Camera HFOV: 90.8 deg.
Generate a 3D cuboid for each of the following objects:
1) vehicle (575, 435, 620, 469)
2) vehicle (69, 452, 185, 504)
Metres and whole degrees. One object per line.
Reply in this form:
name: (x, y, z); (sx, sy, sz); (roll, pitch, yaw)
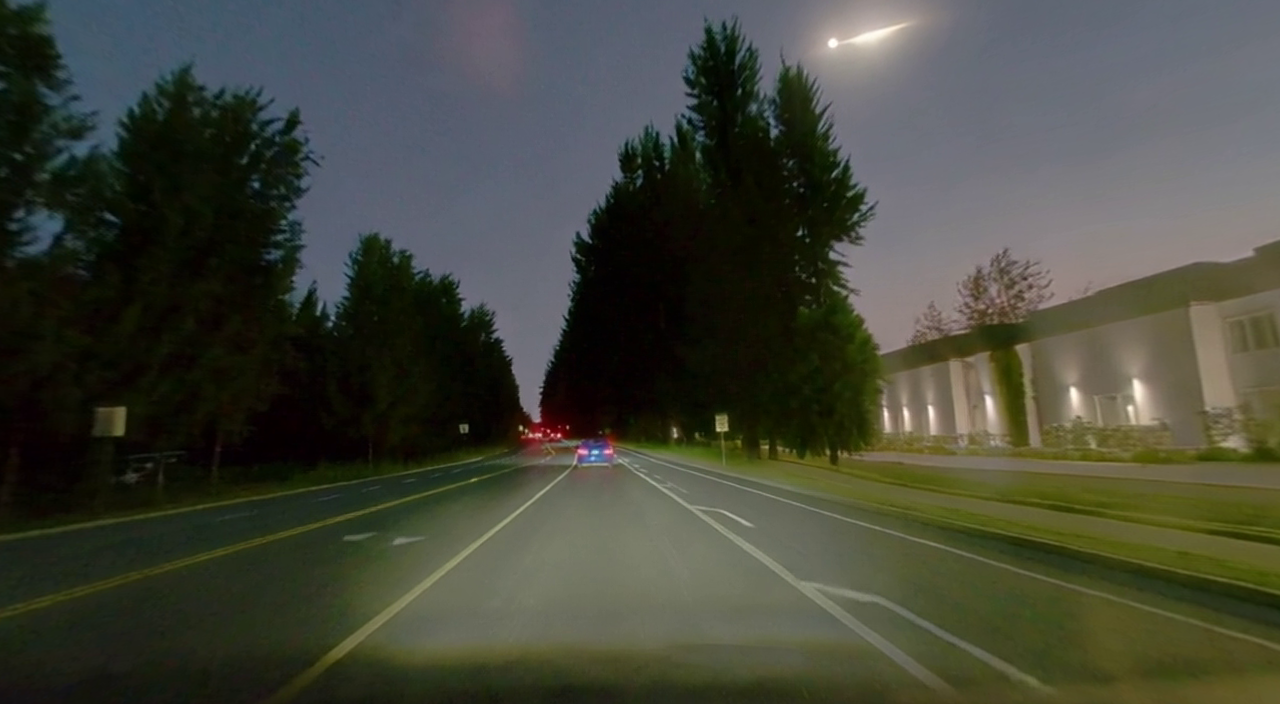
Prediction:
vehicle: (-2.276, 5.273, 33.433); (2.216, 1.708, 4.110); (1, -8, -4)
vehicle: (-23.782, 5.791, 29.602); (2.076, 2.085, 5.241); (2, -8, -14)
